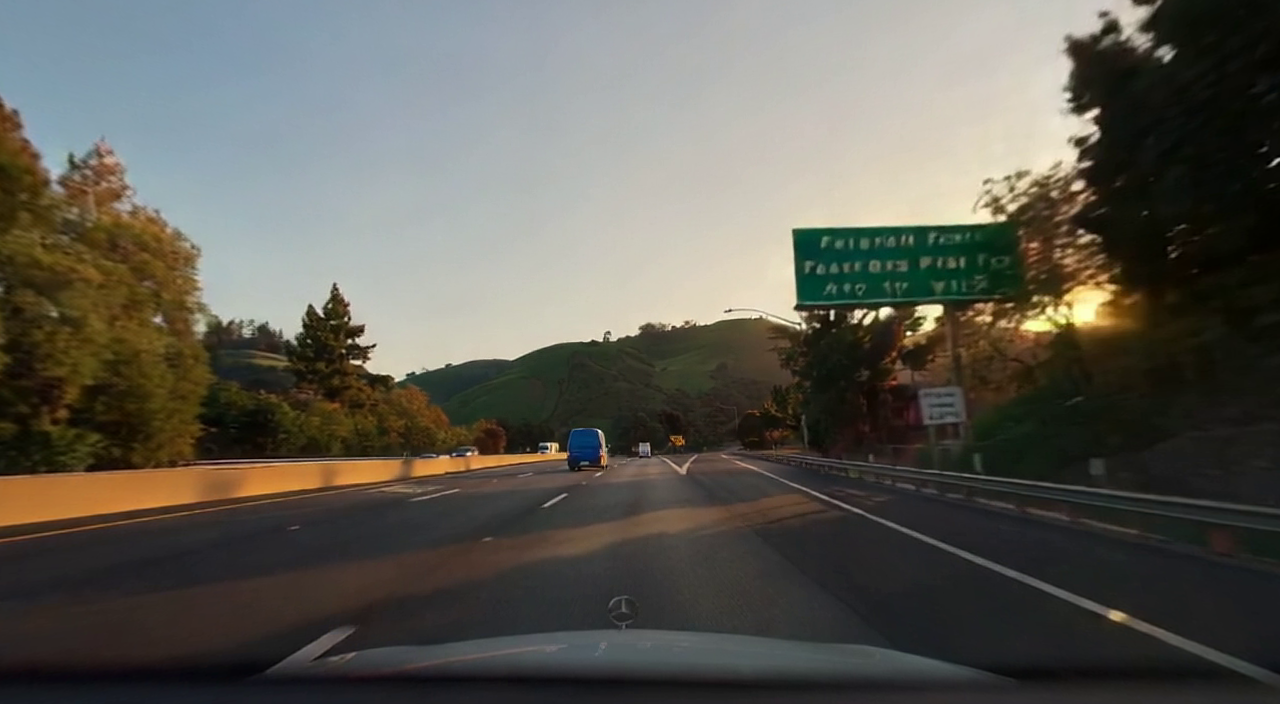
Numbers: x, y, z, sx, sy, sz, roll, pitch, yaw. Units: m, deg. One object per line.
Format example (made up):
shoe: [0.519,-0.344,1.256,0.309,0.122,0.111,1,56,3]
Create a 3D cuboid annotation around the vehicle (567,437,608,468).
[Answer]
vehicle: [-3.233,6.289,39.433,2.169,1.849,4.639,0,-8,0]
